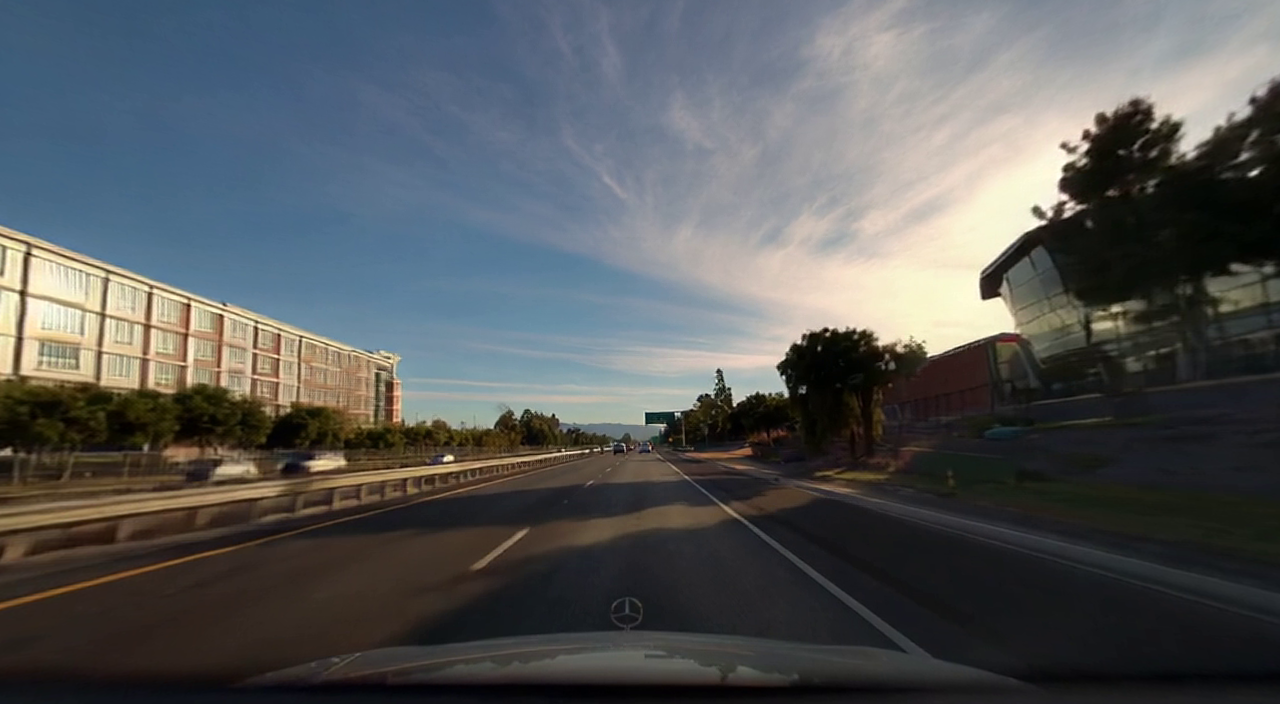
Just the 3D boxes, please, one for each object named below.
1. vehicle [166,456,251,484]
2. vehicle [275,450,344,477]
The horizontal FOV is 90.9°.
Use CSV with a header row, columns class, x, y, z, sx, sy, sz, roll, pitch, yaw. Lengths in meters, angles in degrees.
class,x,y,z,sx,sy,sz,roll,pitch,yaw
vehicle,-26.049,7.108,38.302,1.907,1.478,4.642,0,-9,0
vehicle,-22.131,7.454,42.457,2.094,1.612,4.613,0,-9,1
